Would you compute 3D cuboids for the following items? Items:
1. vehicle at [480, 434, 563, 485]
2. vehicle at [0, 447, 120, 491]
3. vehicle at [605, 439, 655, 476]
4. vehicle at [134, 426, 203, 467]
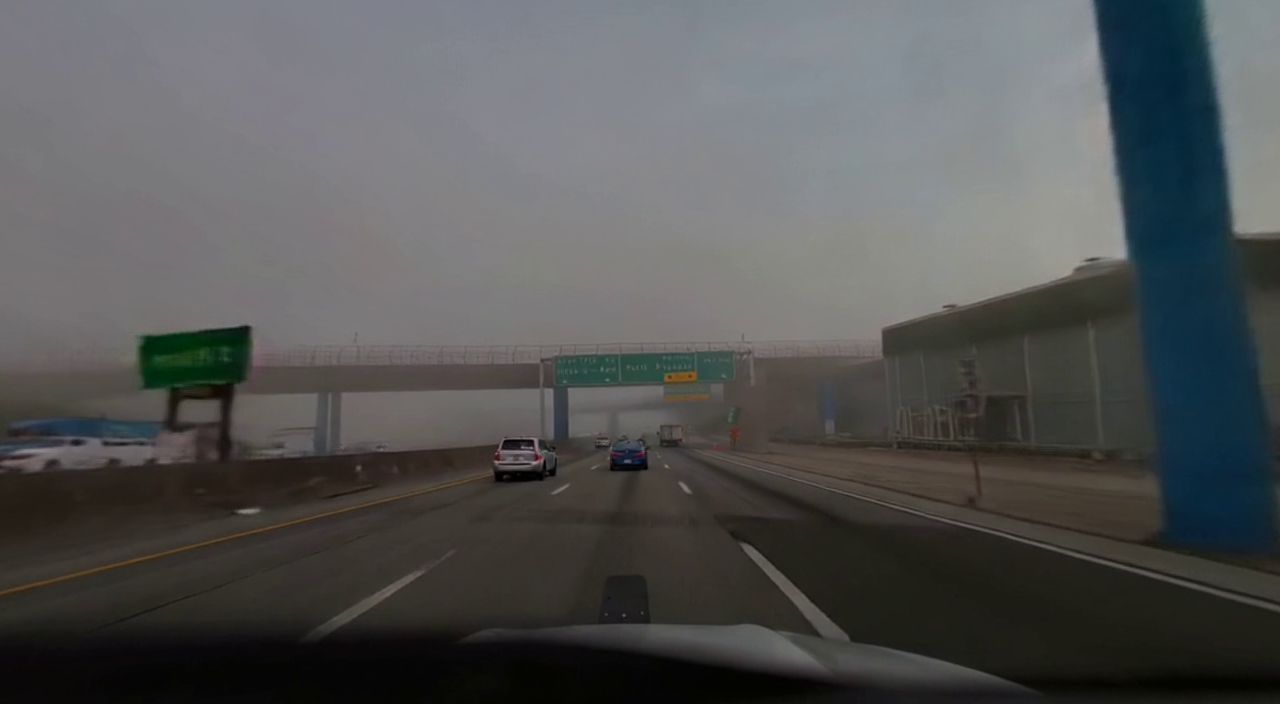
[{"bbox_3d":[-4.019,3.710,22.122,2.064,1.589,4.213,0,-8,1],"label":"vehicle"},{"bbox_3d":[-28.848,5.681,31.105,2.051,1.965,4.929,0,-8,1],"label":"vehicle"},{"bbox_3d":[-0.372,4.276,25.788,1.877,1.386,3.872,0,-8,0],"label":"vehicle"},{"bbox_3d":[-32.407,6.477,43.443,2.120,2.646,3.194,-2,-8,2],"label":"vehicle"}]
